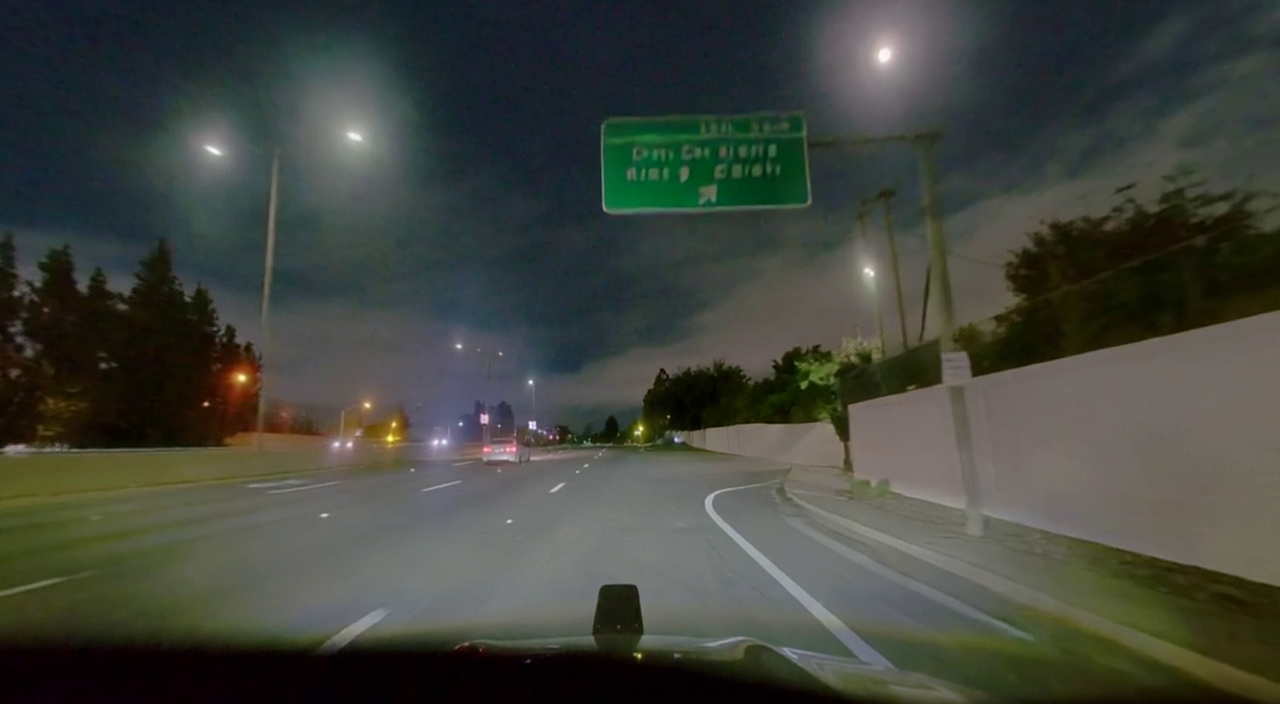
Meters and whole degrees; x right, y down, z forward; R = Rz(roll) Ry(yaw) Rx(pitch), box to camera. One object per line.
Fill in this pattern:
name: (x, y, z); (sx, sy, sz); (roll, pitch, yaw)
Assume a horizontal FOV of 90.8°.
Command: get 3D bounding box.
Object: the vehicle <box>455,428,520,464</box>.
vehicle: (-7.698, 4.815, 32.371); (2.115, 1.711, 4.722); (0, -8, 1)
